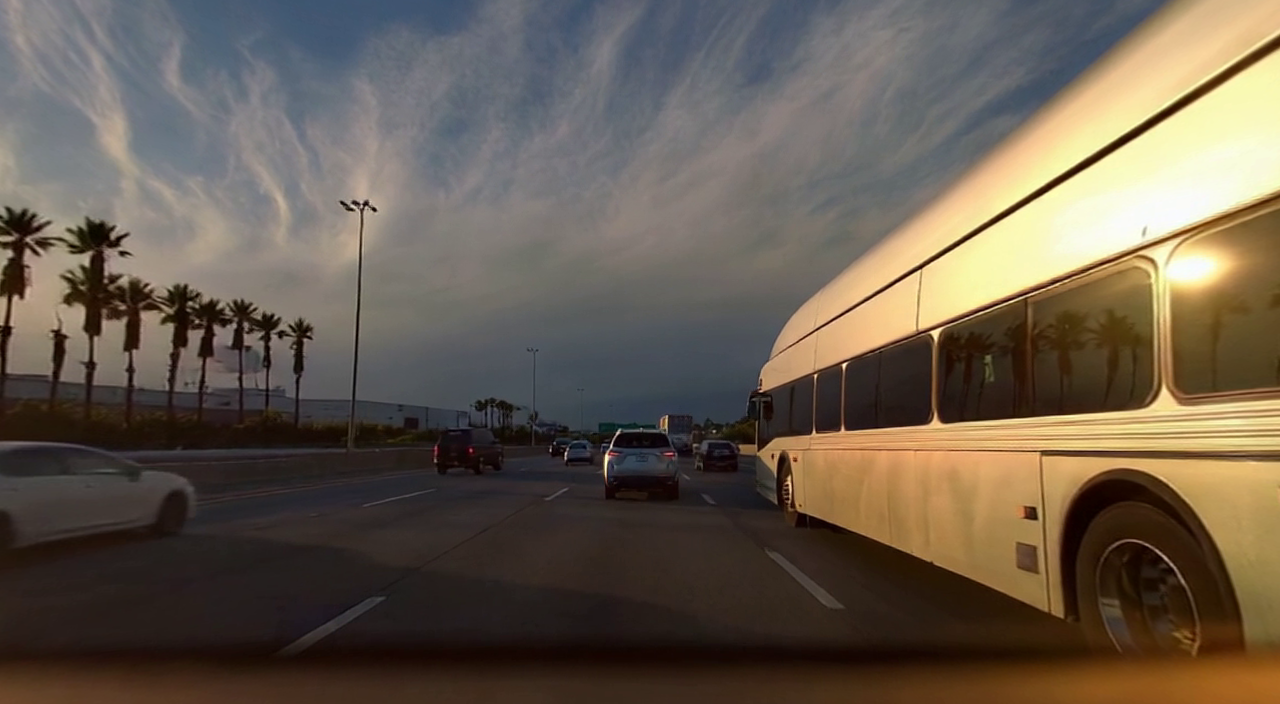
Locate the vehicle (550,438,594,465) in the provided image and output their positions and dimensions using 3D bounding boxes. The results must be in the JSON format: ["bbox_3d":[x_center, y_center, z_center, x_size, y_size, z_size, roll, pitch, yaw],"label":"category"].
[{"bbox_3d":[-4.047,6.046,38.246,2.040,1.536,4.680,0,-9,1],"label":"vehicle"}]

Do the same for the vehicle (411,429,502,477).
[{"bbox_3d":[-7.441,4.176,26.159,2.215,1.795,4.966,0,-9,1],"label":"vehicle"}]

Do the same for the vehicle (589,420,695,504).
[{"bbox_3d":[0.075,2.686,15.691,2.268,1.796,4.280,0,-9,1],"label":"vehicle"}]

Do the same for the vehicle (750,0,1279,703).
[{"bbox_3d":[3.960,0.399,6.614,3.020,3.622,14.302,0,-9,0],"label":"vehicle"}]

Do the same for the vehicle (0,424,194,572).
[{"bbox_3d":[-7.608,1.612,7.183,1.980,1.508,4.111,0,-9,0],"label":"vehicle"}]

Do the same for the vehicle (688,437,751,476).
[{"bbox_3d":[3.339,4.503,27.344,2.039,1.516,4.521,0,-9,-2],"label":"vehicle"}]
